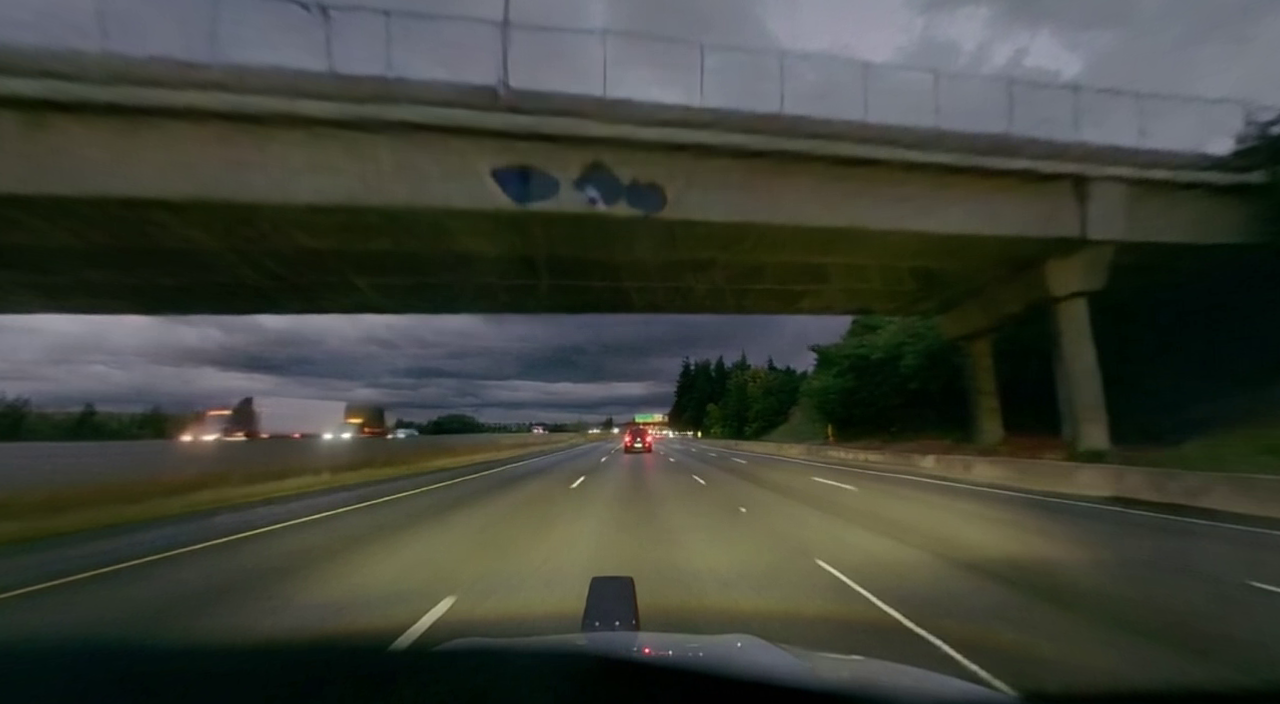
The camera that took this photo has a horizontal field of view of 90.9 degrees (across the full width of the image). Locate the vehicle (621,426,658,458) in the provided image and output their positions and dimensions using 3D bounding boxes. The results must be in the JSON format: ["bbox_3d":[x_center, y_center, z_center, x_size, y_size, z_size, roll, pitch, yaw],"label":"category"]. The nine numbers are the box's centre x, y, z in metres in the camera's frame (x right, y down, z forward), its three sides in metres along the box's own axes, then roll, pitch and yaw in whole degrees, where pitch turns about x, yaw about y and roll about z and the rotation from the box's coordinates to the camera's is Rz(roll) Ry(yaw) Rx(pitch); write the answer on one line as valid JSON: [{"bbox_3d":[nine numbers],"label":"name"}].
[{"bbox_3d":[-0.089,5.768,40.590,2.277,1.913,4.510,0,-8,-1],"label":"vehicle"}]

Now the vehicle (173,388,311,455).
[{"bbox_3d":[-26.812,4.899,43.323,2.969,4.034,10.102,0,-8,-1],"label":"vehicle"}]
